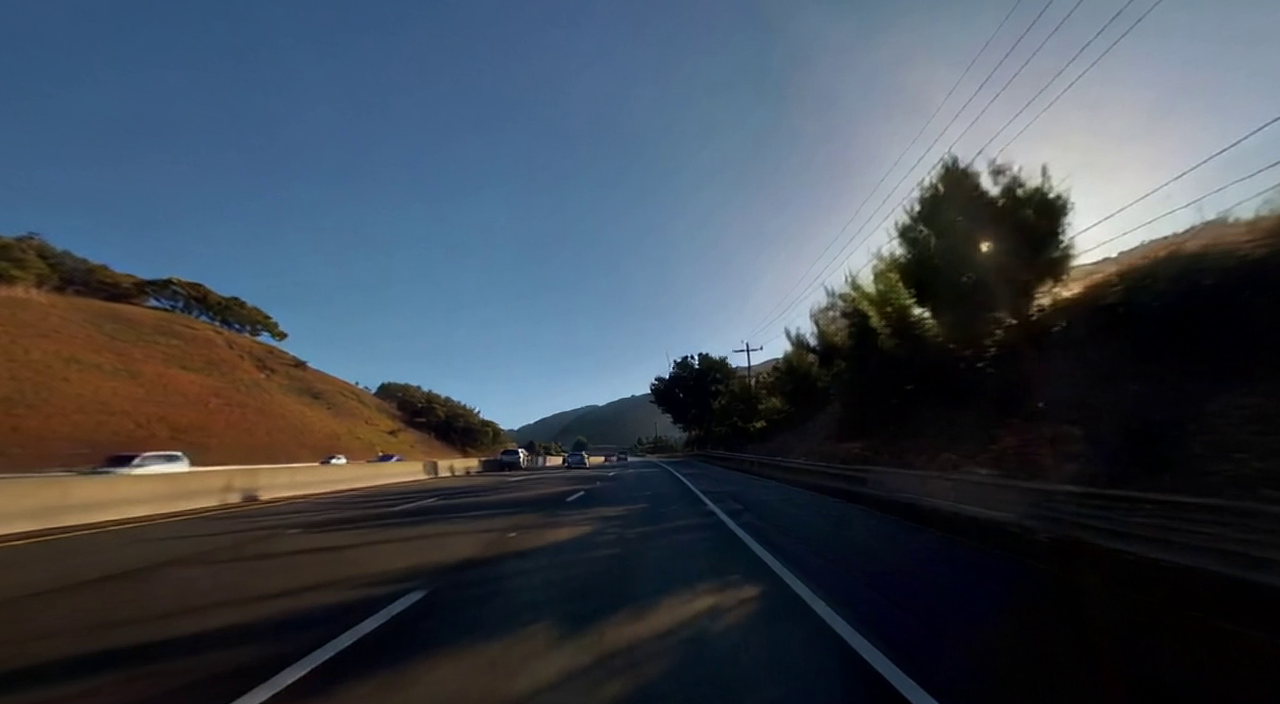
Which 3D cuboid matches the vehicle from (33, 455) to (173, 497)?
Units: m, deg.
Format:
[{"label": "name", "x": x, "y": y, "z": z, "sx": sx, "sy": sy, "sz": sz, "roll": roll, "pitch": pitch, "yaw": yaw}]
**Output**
[{"label": "vehicle", "x": -20.529, "y": 4.739, "z": 24.246, "sx": 1.906, "sy": 1.402, "sz": 3.883, "roll": 0, "pitch": -9, "yaw": 1}]
